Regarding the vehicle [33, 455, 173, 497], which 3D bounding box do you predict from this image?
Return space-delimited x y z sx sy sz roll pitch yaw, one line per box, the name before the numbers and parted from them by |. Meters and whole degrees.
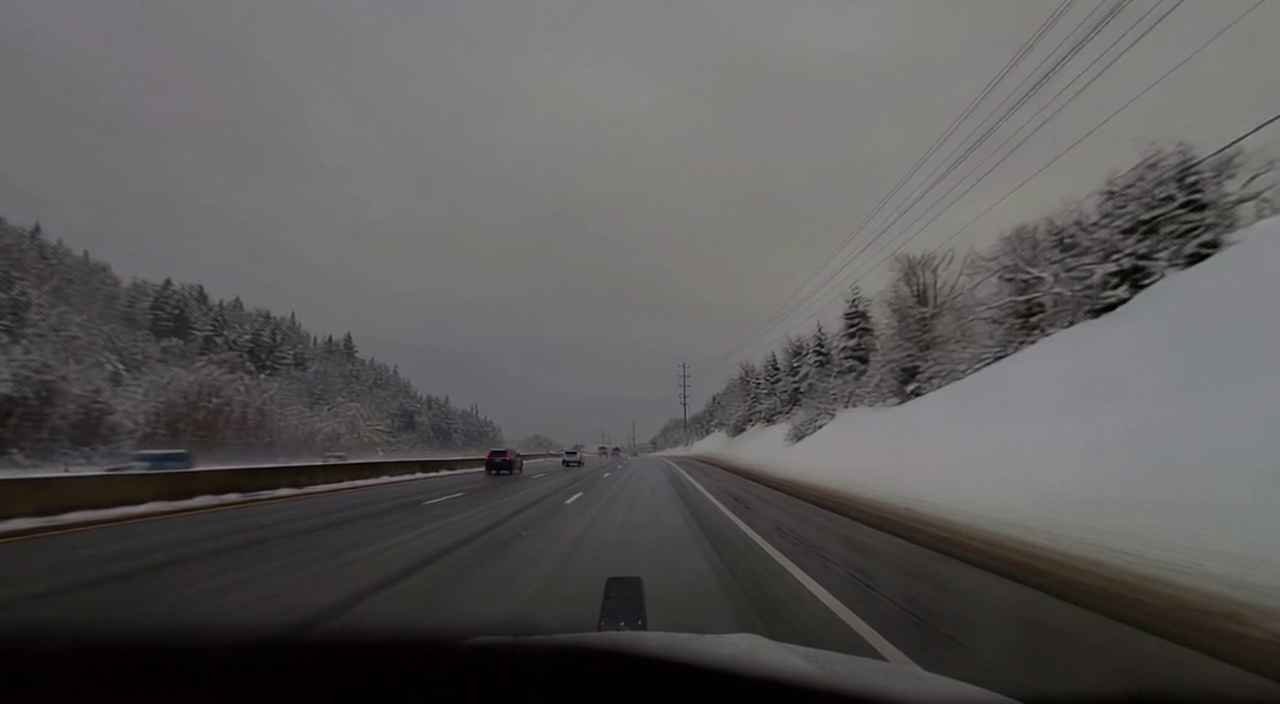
vehicle | -20.529 4.739 24.246 1.906 1.402 3.883 0 -9 1
